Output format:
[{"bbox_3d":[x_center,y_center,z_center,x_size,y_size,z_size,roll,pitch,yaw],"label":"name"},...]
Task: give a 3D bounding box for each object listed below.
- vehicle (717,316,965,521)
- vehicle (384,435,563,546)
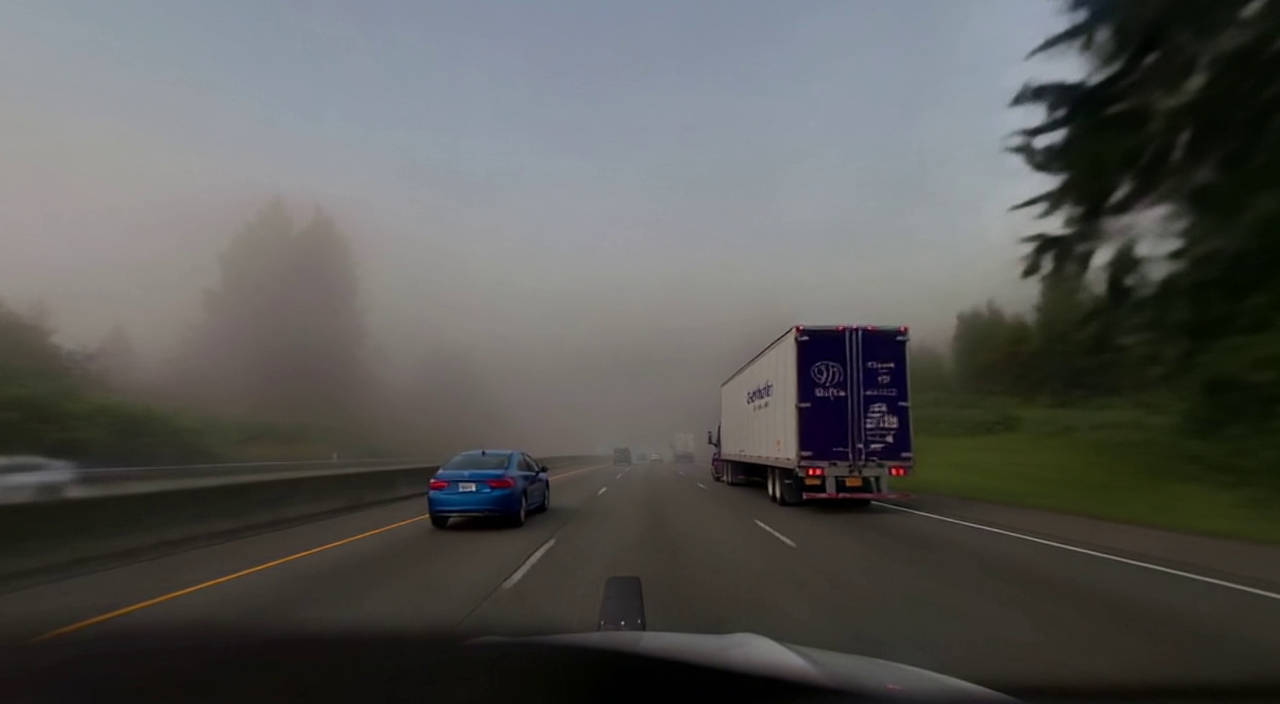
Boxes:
[{"bbox_3d":[4.660,2.299,18.947,2.858,3.952,13.731,0,-9,0],"label":"vehicle"},{"bbox_3d":[-2.673,2.352,11.336,1.960,1.579,4.384,0,-9,1],"label":"vehicle"}]
